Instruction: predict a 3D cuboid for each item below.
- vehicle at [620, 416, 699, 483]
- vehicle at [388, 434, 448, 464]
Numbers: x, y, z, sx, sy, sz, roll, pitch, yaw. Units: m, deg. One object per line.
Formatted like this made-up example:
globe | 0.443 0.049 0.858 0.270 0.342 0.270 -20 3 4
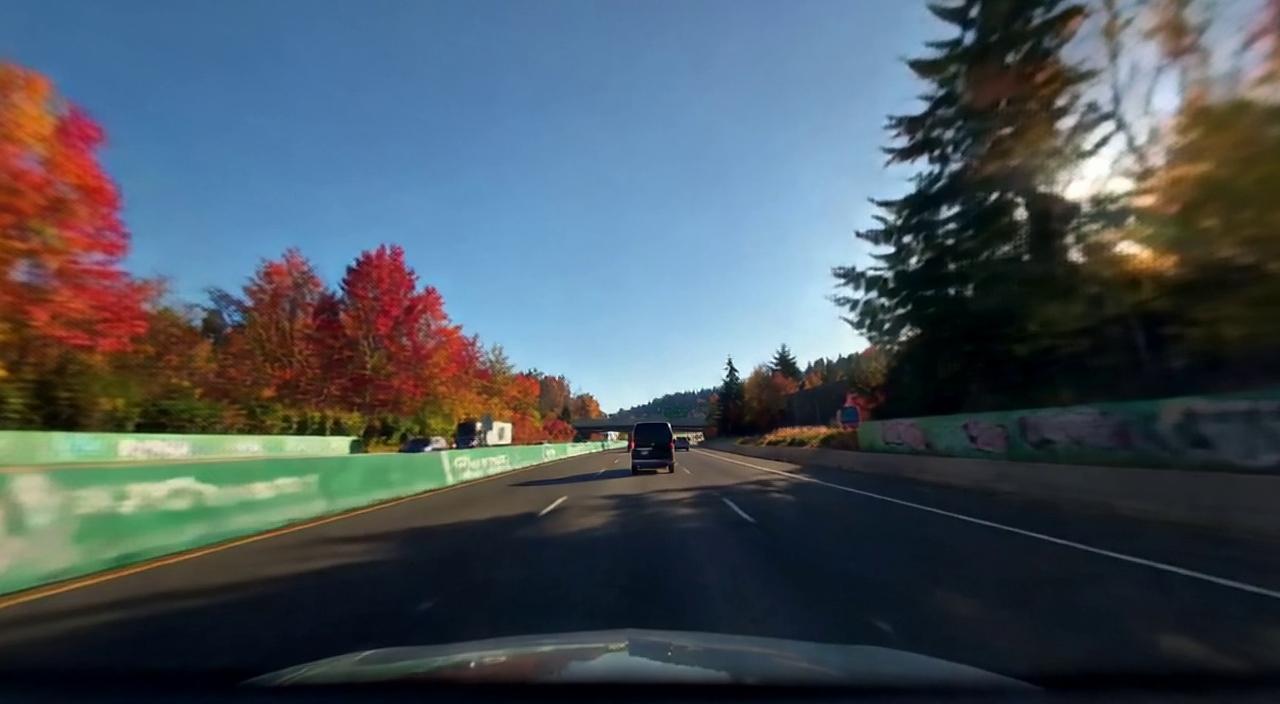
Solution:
vehicle | 0.585 3.176 20.657 2.283 1.956 4.421 0 -8 0
vehicle | -15.140 6.622 43.136 2.108 1.923 4.958 0 -8 2
